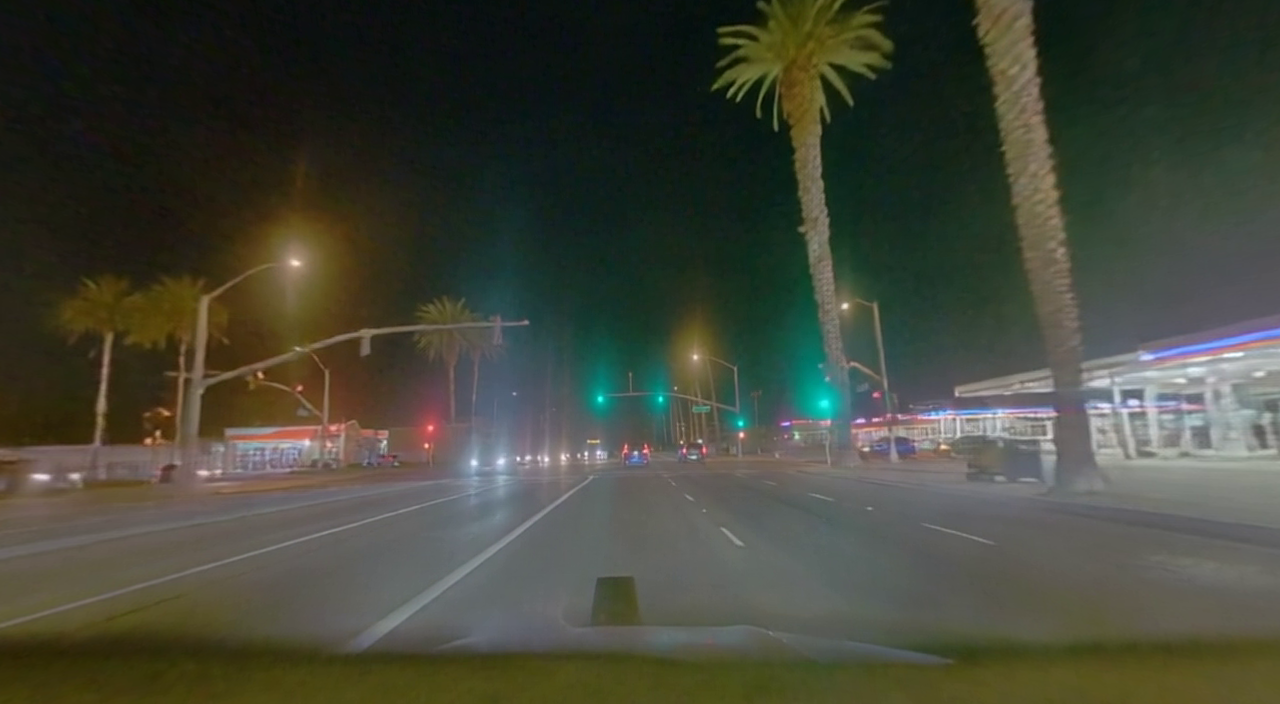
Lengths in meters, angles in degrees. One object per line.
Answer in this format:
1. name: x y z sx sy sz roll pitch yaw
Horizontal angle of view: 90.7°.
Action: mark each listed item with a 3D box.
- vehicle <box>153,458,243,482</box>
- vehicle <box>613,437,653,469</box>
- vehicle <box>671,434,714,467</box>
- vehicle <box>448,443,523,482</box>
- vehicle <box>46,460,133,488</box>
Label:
1. vehicle: -28.491 7.603 40.876 4.314 1.449 1.978 0 -8 -1
2. vehicle: -0.421 5.838 36.669 2.177 1.754 3.815 0 -8 -1
3. vehicle: 3.233 6.236 40.229 2.190 1.913 5.174 0 -8 -1
4. vehicle: -6.319 4.572 26.497 1.979 1.480 4.553 0 -8 0
5. vehicle: -35.238 7.827 40.574 3.867 1.477 1.781 -3 -9 -2
